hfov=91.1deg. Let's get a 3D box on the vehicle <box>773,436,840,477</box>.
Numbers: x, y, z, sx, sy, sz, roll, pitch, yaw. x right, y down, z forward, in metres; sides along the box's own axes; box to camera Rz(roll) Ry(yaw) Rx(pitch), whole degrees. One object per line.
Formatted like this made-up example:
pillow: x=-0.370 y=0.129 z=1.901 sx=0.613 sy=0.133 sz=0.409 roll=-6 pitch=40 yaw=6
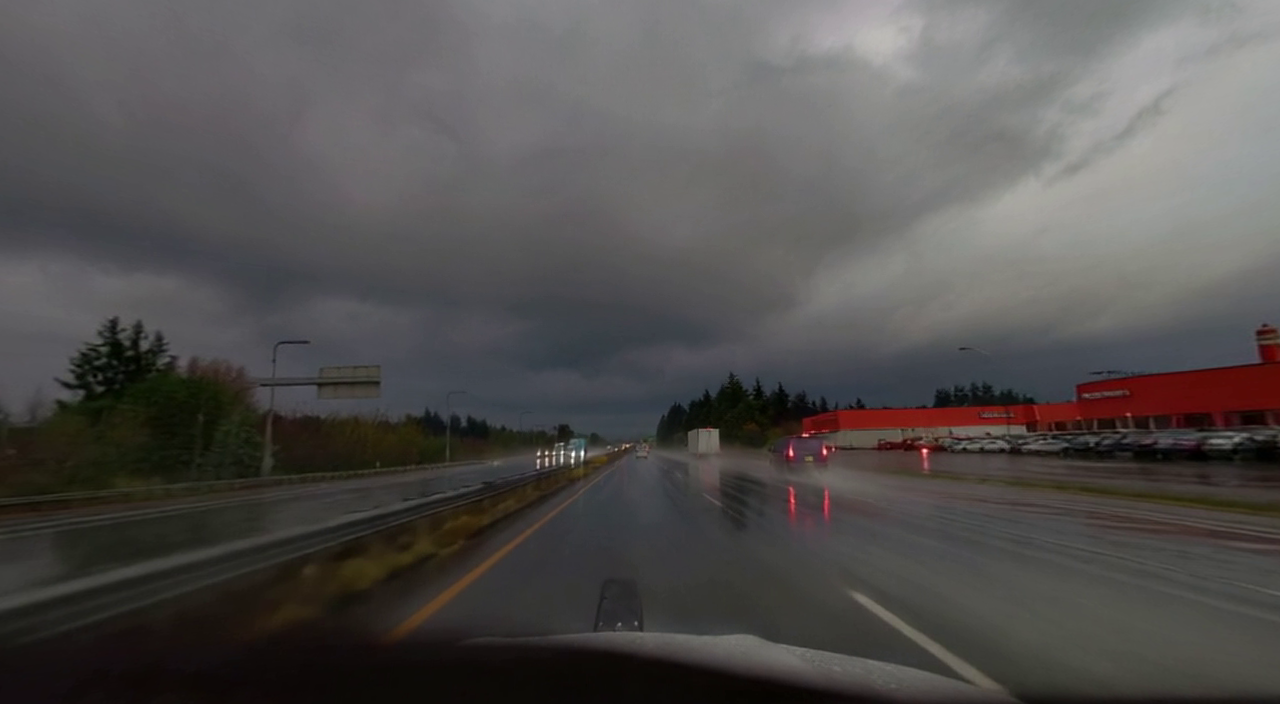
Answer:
vehicle: x=8.670 y=5.500 z=33.228 sx=2.156 sy=1.943 sz=5.010 roll=0 pitch=-9 yaw=0
